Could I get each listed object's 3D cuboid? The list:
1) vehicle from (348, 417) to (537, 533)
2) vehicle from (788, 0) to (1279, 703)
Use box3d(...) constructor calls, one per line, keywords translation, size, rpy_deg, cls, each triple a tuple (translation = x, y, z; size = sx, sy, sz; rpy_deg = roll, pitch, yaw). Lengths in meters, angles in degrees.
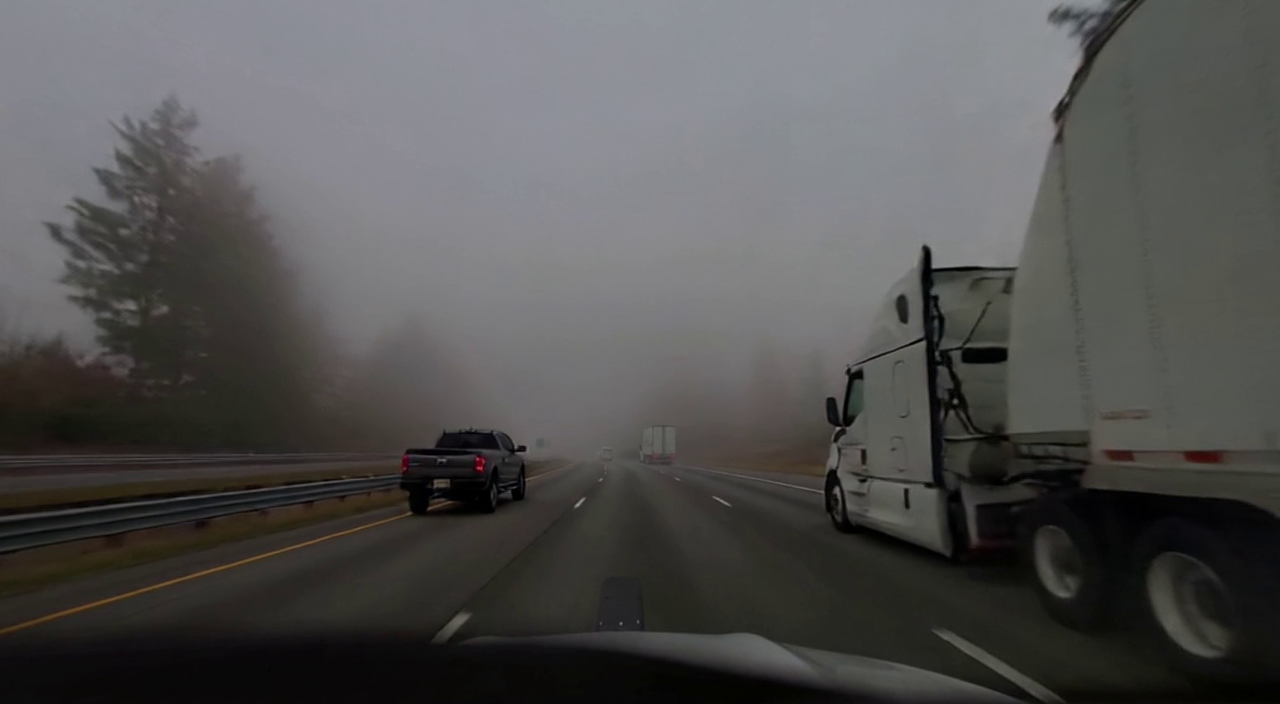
box3d(translation=(-3.753, 2.476, 13.220), size=(2.337, 1.942, 4.984), rpy_deg=(0, -9, 0), cls="vehicle")
box3d(translation=(4.286, 0.379, 6.397), size=(2.958, 3.990, 10.216), rpy_deg=(0, -9, 0), cls="vehicle")
